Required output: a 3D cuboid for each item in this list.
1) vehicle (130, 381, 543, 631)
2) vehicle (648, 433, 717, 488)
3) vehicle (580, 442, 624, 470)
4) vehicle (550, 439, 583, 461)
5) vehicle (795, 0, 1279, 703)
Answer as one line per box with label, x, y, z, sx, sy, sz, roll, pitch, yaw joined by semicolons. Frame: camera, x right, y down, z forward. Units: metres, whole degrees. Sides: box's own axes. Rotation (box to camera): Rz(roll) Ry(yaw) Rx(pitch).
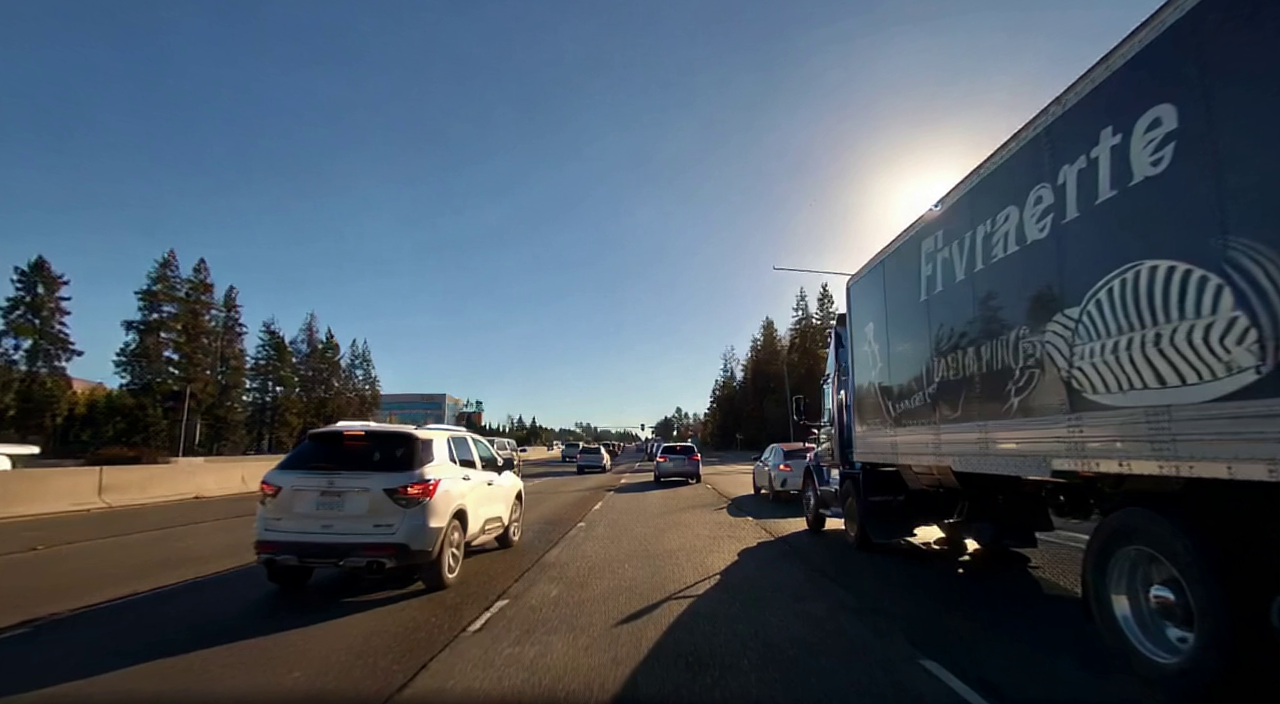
vehicle;-2.584;1.465;6.990;2.153;1.805;4.631;-1;-8;2
vehicle;1.390;3.755;22.136;2.156;1.701;4.494;-1;-8;1
vehicle;-2.045;5.722;34.890;2.036;1.441;4.253;-1;-8;2
vehicle;-5.606;7.570;48.785;1.915;1.605;4.485;-1;-8;2
vehicle;3.501;0.327;3.728;2.987;3.212;9.311;-1;-8;1
